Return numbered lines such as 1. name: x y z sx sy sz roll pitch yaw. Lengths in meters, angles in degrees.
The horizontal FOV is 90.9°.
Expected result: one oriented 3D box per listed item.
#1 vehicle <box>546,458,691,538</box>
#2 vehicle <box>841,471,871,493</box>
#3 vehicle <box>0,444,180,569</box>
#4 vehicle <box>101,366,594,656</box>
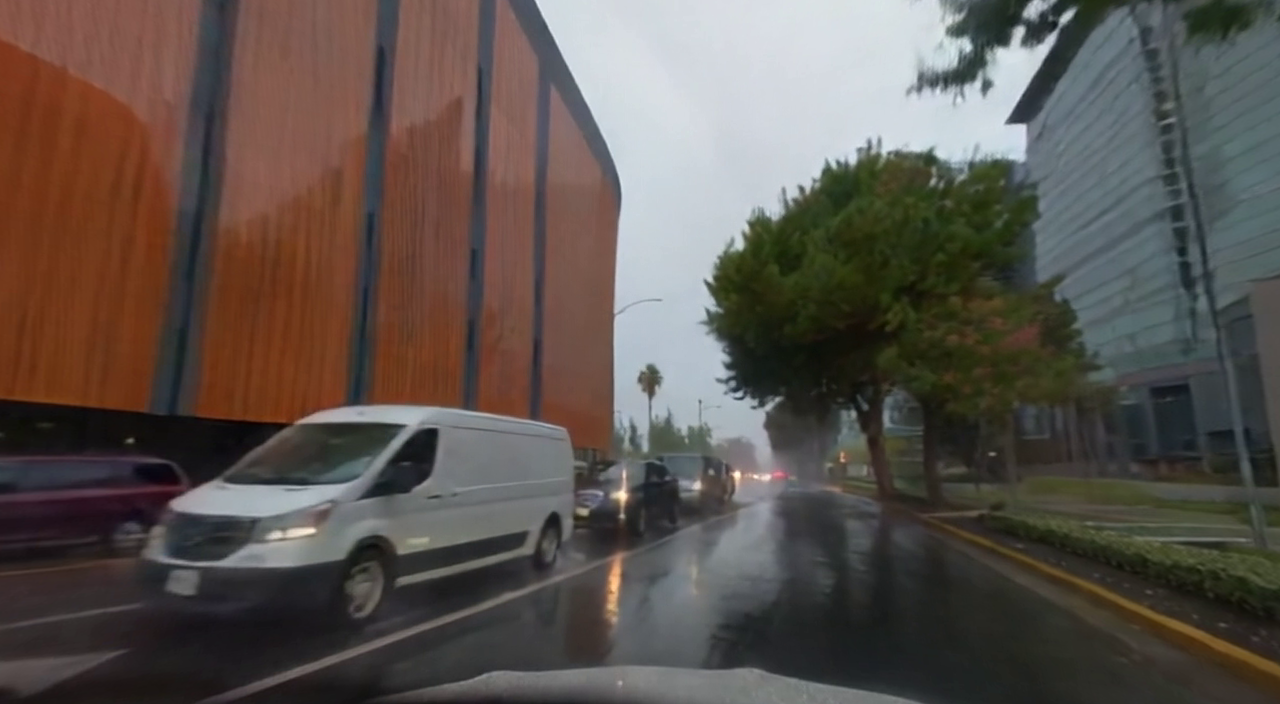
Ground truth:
1. vehicle: -0.298 3.243 14.510 1.853 1.495 4.632 -5 -11 17
2. vehicle: 15.839 9.507 46.346 1.899 1.470 3.666 -2 -10 16
3. vehicle: -8.575 1.853 7.634 1.868 1.472 4.470 -3 -11 18
4. vehicle: -2.457 1.614 7.270 2.104 2.013 5.252 -4 -11 16
